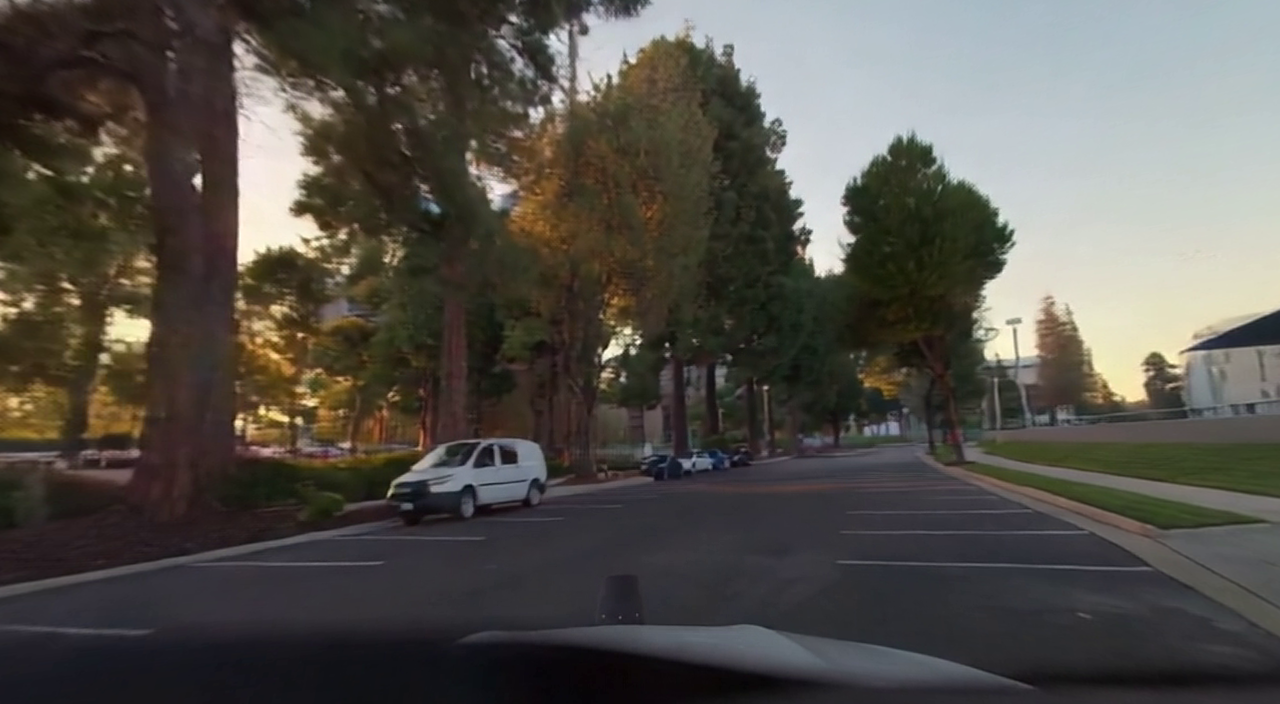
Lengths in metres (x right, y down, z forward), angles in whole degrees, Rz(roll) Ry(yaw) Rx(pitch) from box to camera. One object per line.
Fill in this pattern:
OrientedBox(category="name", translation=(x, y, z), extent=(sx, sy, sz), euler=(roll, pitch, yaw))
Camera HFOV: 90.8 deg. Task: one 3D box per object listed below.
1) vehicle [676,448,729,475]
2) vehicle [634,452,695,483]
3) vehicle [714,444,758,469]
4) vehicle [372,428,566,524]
OrientedBox(category="vehicle", translation=(3.868, 6.636, 38.561), extent=(2.038, 1.525, 4.383), euler=(-4, -9, 22))
OrientedBox(category="vehicle", translation=(1.321, 5.958, 32.832), extent=(1.938, 1.191, 3.630), euler=(-10, -10, 20))
OrientedBox(category="vehicle", translation=(7.426, 7.984, 48.403), extent=(2.360, 1.741, 4.912), euler=(-3, -9, 20))
OrientedBox(category="vehicle", translation=(-4.467, 3.359, 17.808), extent=(2.433, 2.193, 5.547), euler=(-4, -9, 20))
